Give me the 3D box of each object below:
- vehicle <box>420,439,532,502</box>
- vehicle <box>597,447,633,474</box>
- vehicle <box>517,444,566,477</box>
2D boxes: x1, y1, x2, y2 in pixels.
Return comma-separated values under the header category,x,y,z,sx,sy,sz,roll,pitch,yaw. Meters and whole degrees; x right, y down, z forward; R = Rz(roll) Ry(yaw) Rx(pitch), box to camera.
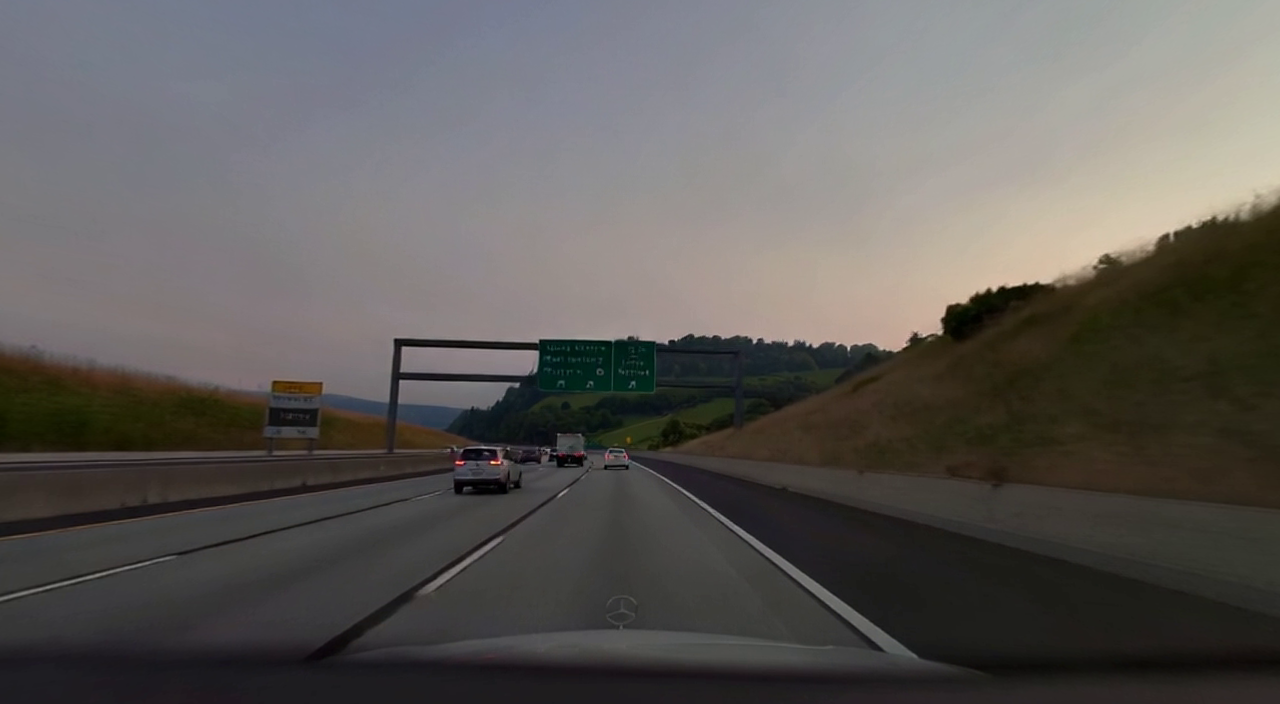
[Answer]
category,x,y,z,sx,sy,sz,roll,pitch,yaw
vehicle,-4.664,3.436,18.650,2.208,1.619,4.162,0,-9,-1
vehicle,-1.486,6.245,36.487,1.988,1.440,4.201,0,-9,-3
vehicle,-5.241,5.819,34.085,2.118,1.624,4.032,0,-9,-1
